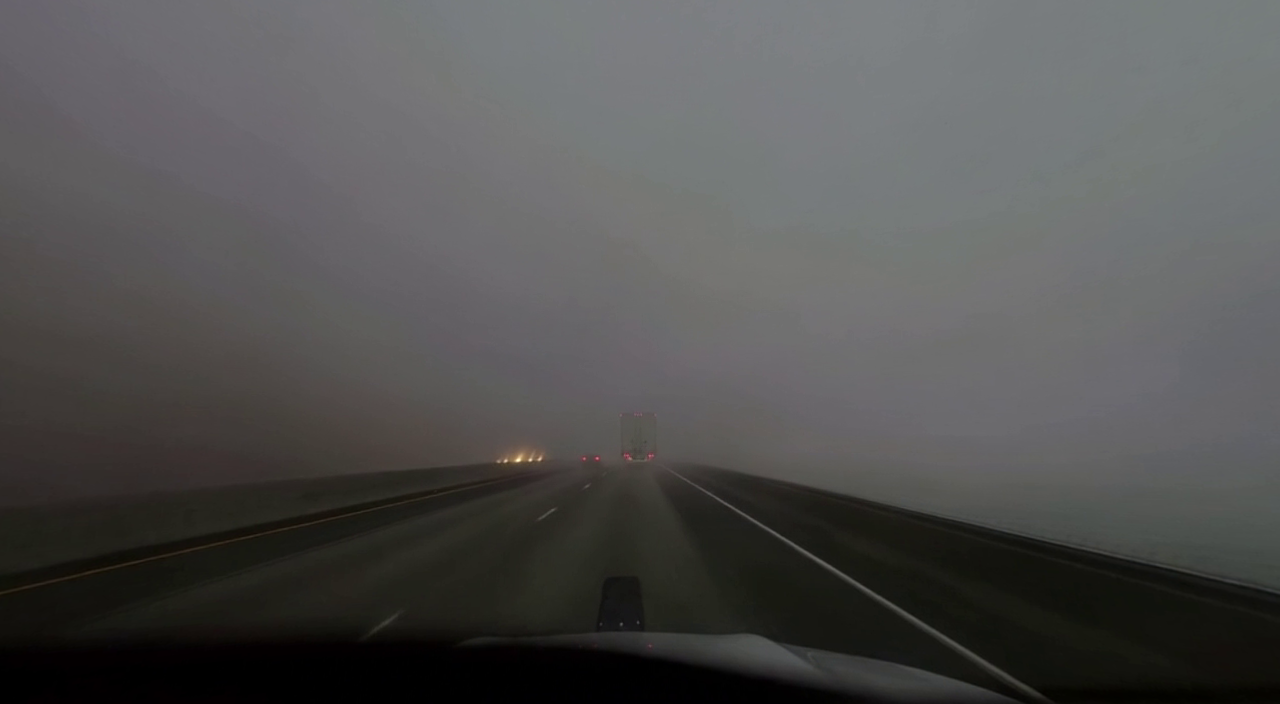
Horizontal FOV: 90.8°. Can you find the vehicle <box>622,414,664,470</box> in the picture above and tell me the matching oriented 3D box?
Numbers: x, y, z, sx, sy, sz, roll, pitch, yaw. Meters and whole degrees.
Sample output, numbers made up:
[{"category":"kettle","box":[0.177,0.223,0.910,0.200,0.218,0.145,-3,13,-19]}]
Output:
[{"category":"vehicle","box":[0.080,6.960,48.409,2.864,3.805,9.500,0,-9,-2]}]
